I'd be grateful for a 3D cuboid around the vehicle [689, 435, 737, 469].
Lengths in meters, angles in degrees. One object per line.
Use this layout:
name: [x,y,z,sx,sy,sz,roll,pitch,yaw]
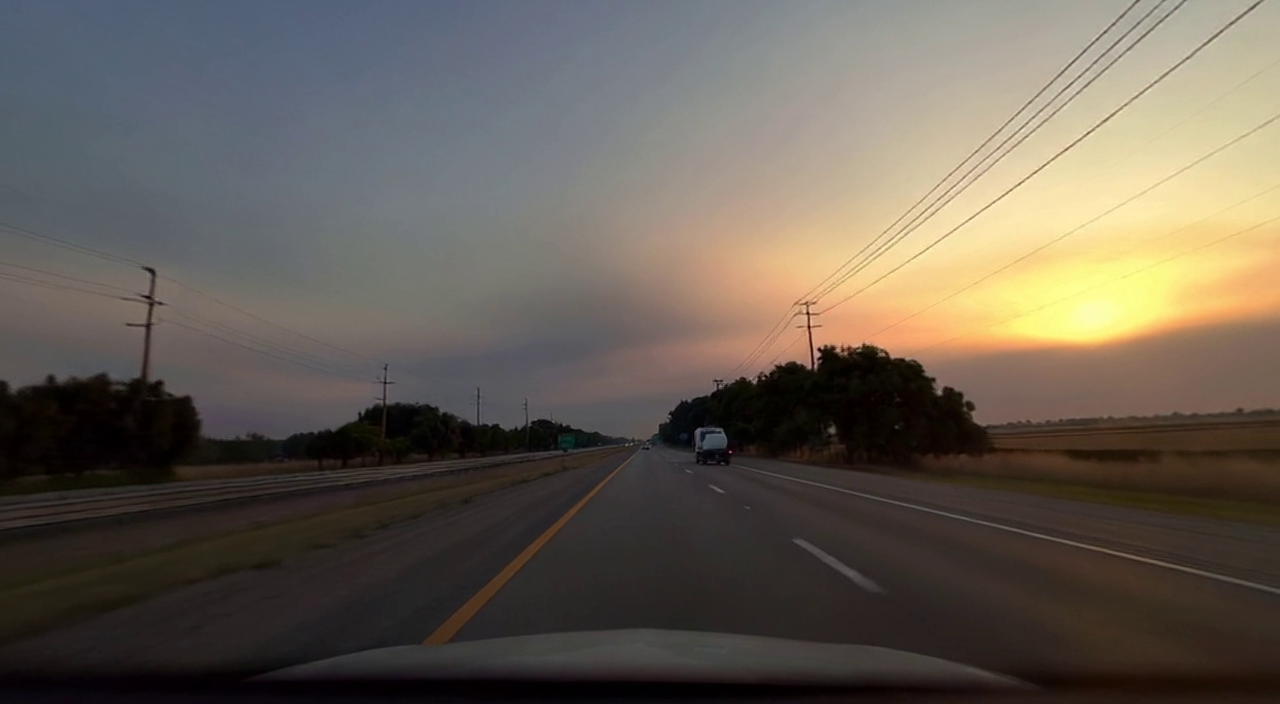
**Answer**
vehicle: [4.323,6.029,38.037,2.228,1.852,5.449,0,-8,0]
